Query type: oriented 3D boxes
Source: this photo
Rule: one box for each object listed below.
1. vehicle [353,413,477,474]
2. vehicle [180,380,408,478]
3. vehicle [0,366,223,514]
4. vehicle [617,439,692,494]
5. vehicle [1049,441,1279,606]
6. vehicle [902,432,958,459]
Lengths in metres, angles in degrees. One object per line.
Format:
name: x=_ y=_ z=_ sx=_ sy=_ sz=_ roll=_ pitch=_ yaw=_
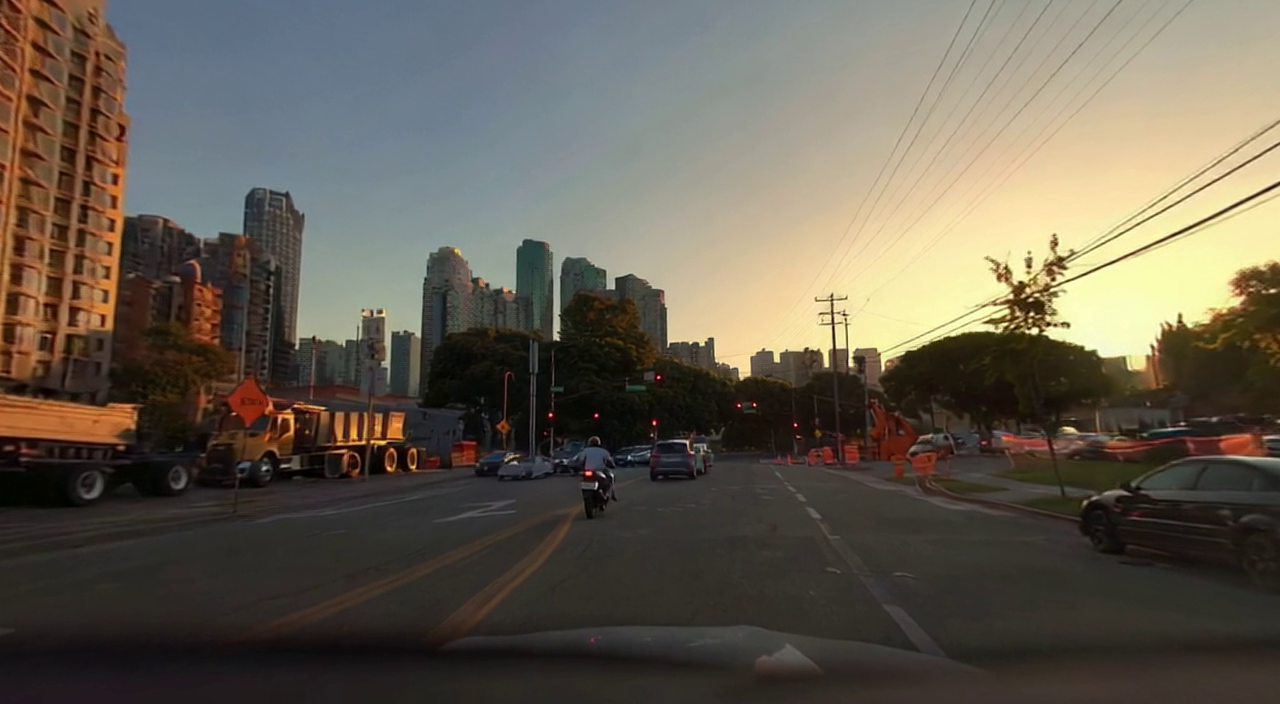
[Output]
vehicle: x=-13.074 y=5.248 z=38.198 sx=2.970 sy=2.938 sz=11.622 roll=-3 pitch=-5 yaw=2
vehicle: x=-13.742 y=3.334 z=26.712 sx=2.996 sy=3.170 sz=10.153 roll=-5 pitch=-8 yaw=7
vehicle: x=-15.106 y=2.176 z=15.476 sx=2.990 sy=3.144 sz=9.080 roll=-1 pitch=-8 yaw=5
vehicle: x=0.587 y=3.706 z=20.856 sx=1.925 sy=1.602 sz=4.090 roll=-2 pitch=-9 yaw=9
vehicle: x=6.819 y=1.713 z=6.914 sx=1.973 sy=1.457 sz=4.522 roll=-1 pitch=-8 yaw=6
vehicle: x=20.008 y=6.508 z=43.841 sx=1.918 sy=1.732 sz=4.650 roll=-1 pitch=-8 yaw=4
